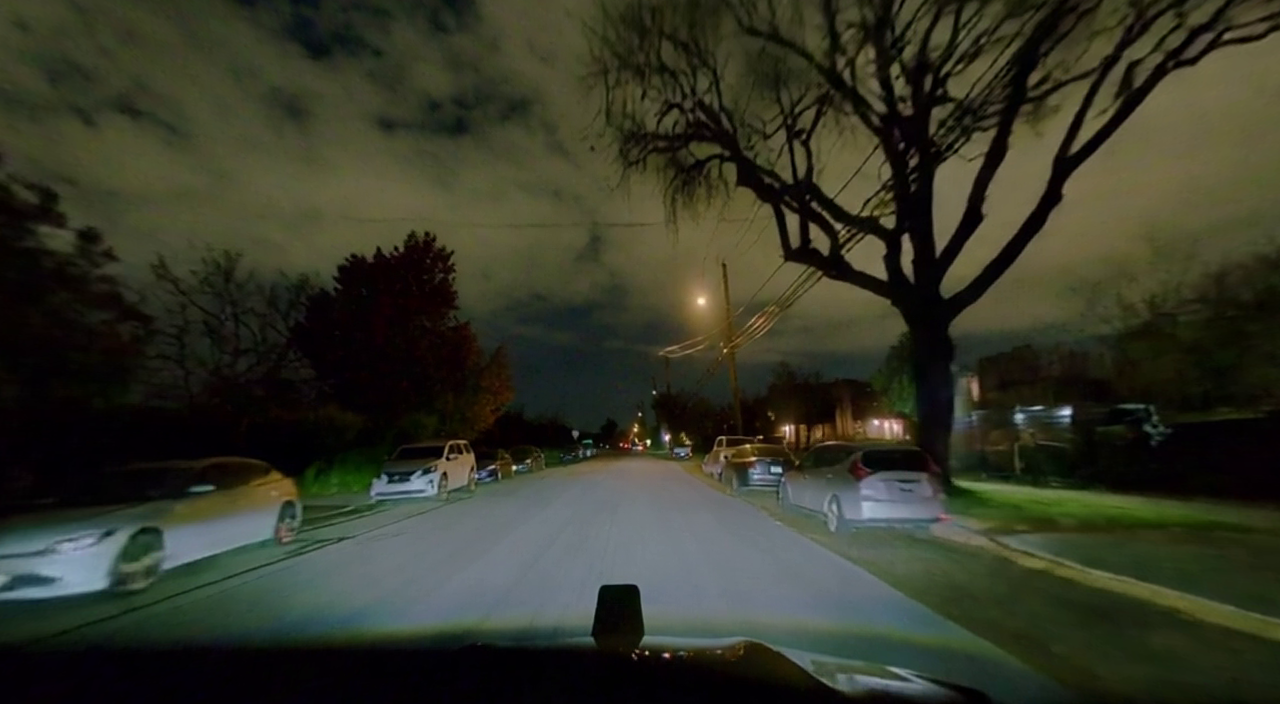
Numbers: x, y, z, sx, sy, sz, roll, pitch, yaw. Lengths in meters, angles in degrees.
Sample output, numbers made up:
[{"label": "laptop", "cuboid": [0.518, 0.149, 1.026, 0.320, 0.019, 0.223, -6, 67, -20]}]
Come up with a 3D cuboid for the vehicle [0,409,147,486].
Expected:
[{"label": "vehicle", "cuboid": [-18.864, 2.874, 18.921, 5.916, 2.146, 2.717, 4, -11, -28]}]

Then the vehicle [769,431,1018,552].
[{"label": "vehicle", "cuboid": [3.695, 2.121, 10.434, 2.039, 1.480, 4.831, 0, -8, -1]}]

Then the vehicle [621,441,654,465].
[{"label": "vehicle", "cuboid": [-0.219, 6.633, 41.690, 2.062, 1.509, 4.305, 0, -8, -1]}]

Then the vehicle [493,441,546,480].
[{"label": "vehicle", "cuboid": [-6.238, 5.634, 33.249, 1.769, 1.572, 4.990, -4, -6, -1]}]

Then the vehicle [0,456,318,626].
[{"label": "vehicle", "cuboid": [-6.049, 2.099, 7.892, 1.951, 1.327, 4.191, -2, -7, -1]}]

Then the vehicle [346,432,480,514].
[{"label": "vehicle", "cuboid": [-6.113, 3.235, 17.754, 2.115, 1.820, 5.002, -3, -7, -3]}]

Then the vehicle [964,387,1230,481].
[{"label": "vehicle", "cuboid": [10.414, 1.885, 14.365, 5.782, 1.786, 2.233, 3, -10, -25]}]
